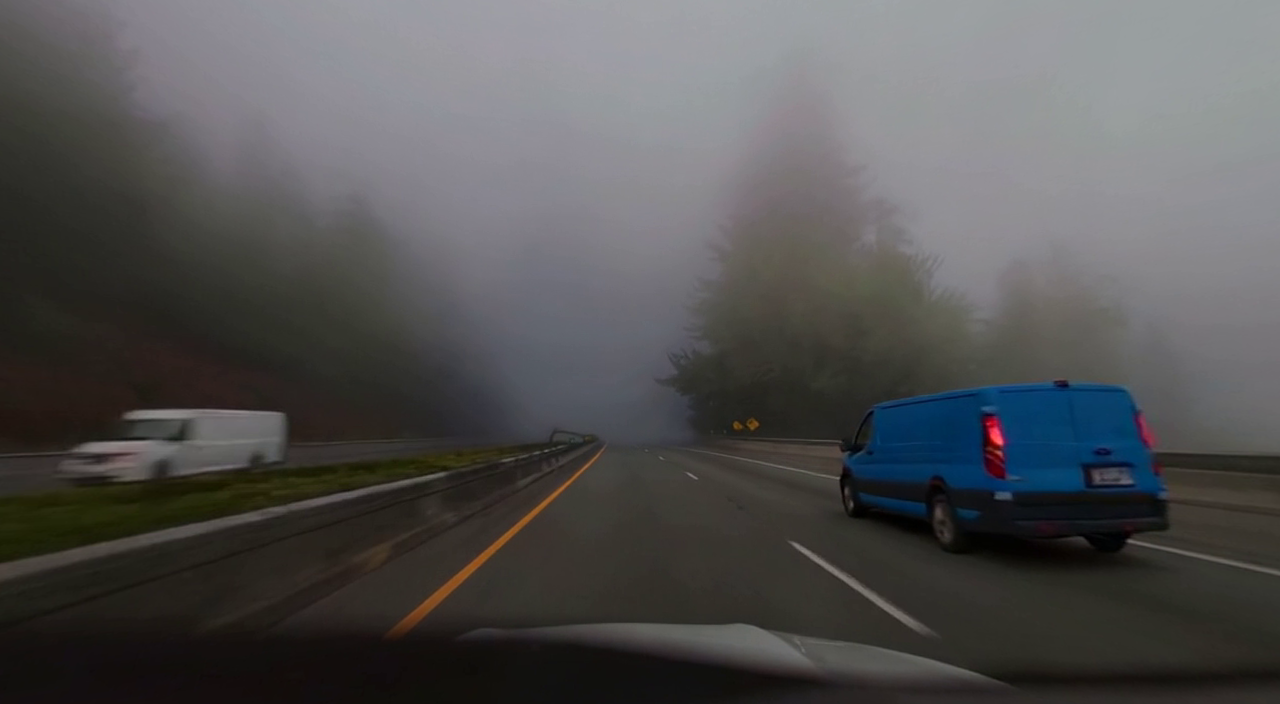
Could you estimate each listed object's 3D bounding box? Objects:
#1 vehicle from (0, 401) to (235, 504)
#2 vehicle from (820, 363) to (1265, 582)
[{"bbox_3d":[-12.522,2.367,15.326,2.109,2.086,4.935,0,-8,-2],"label":"vehicle"},{"bbox_3d":[4.000,1.289,7.560,2.240,1.801,4.545,0,-8,-1],"label":"vehicle"}]
